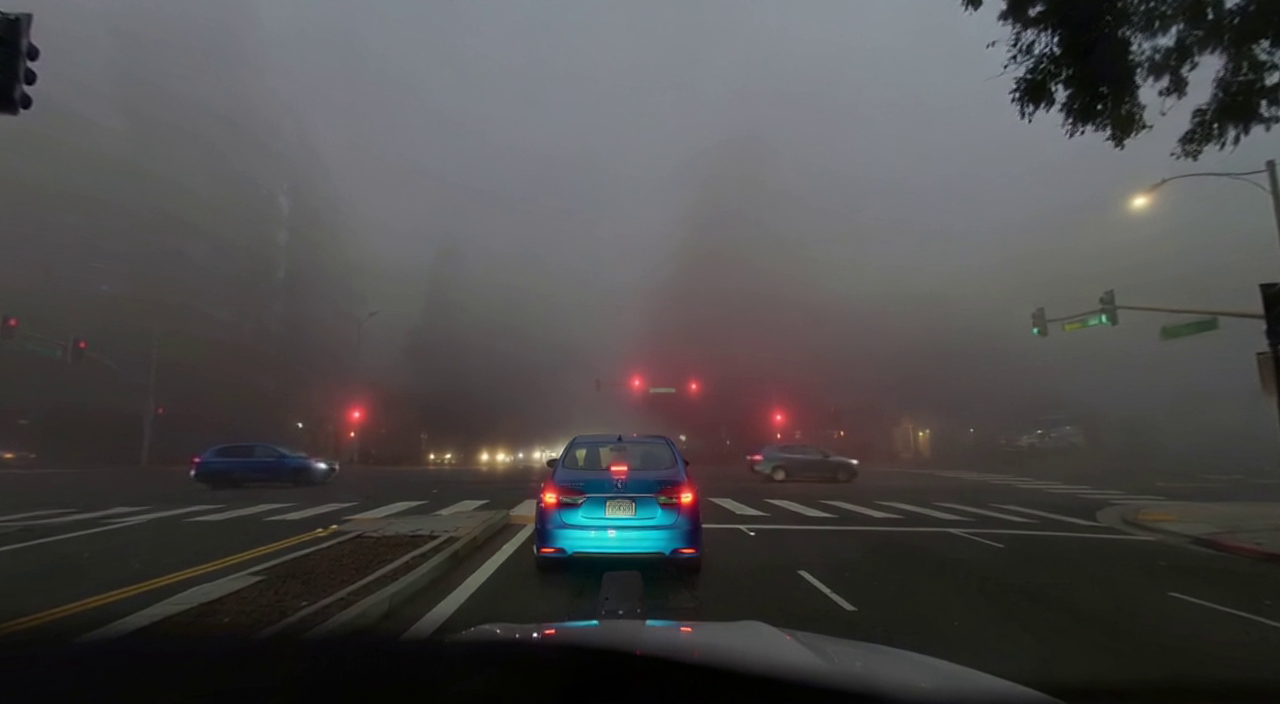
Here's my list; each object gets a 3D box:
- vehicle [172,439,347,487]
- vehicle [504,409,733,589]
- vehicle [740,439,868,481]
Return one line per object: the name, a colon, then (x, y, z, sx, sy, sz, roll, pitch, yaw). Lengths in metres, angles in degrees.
vehicle: (-13.512, 3.956, 22.696, 4.891, 1.591, 2.067, 0, -8, -1)
vehicle: (-0.225, 1.622, 7.763, 2.066, 1.618, 3.922, 0, -8, -1)
vehicle: (7.002, 4.632, 27.312, 4.912, 1.731, 2.022, 0, -8, -4)
